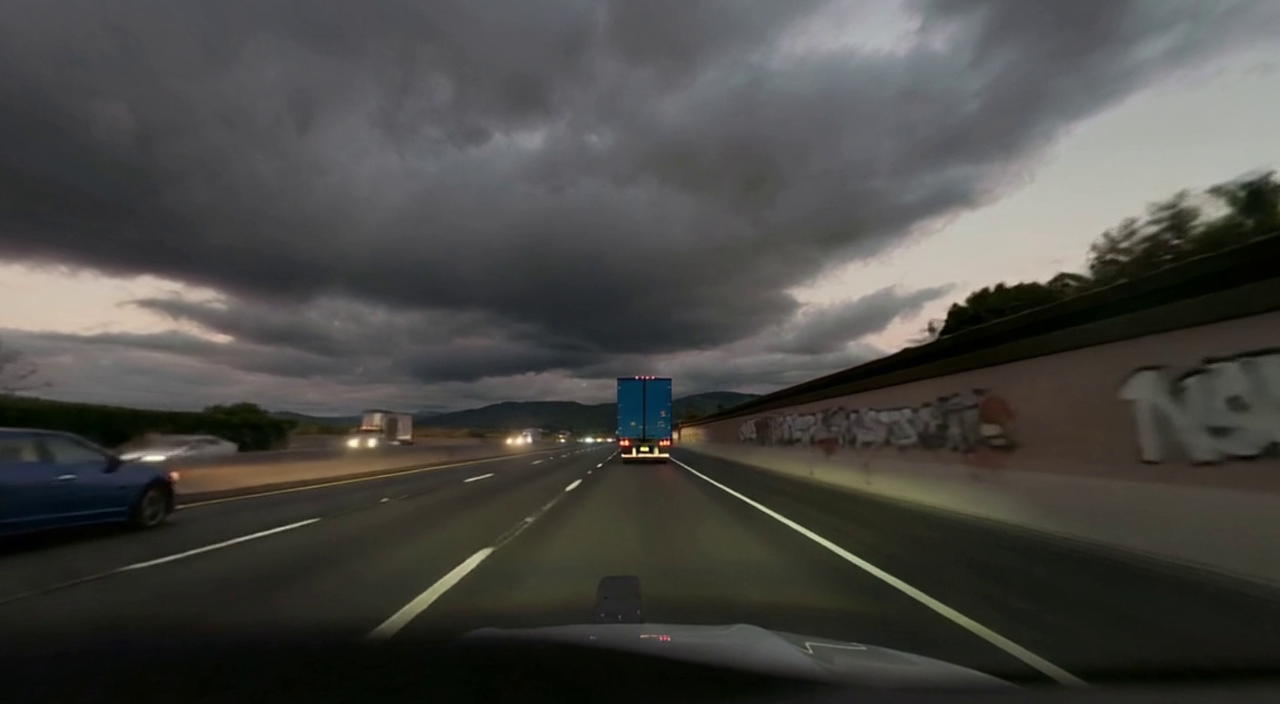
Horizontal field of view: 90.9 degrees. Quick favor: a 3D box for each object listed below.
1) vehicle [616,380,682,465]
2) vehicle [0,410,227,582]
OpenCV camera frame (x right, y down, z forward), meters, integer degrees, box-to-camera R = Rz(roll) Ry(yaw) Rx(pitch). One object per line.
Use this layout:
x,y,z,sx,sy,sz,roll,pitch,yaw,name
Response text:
0.200,3.872,33.620,2.921,3.765,10.773,1,-8,-2,vehicle
-6.733,1.390,6.406,1.982,1.535,4.519,0,-8,0,vehicle
